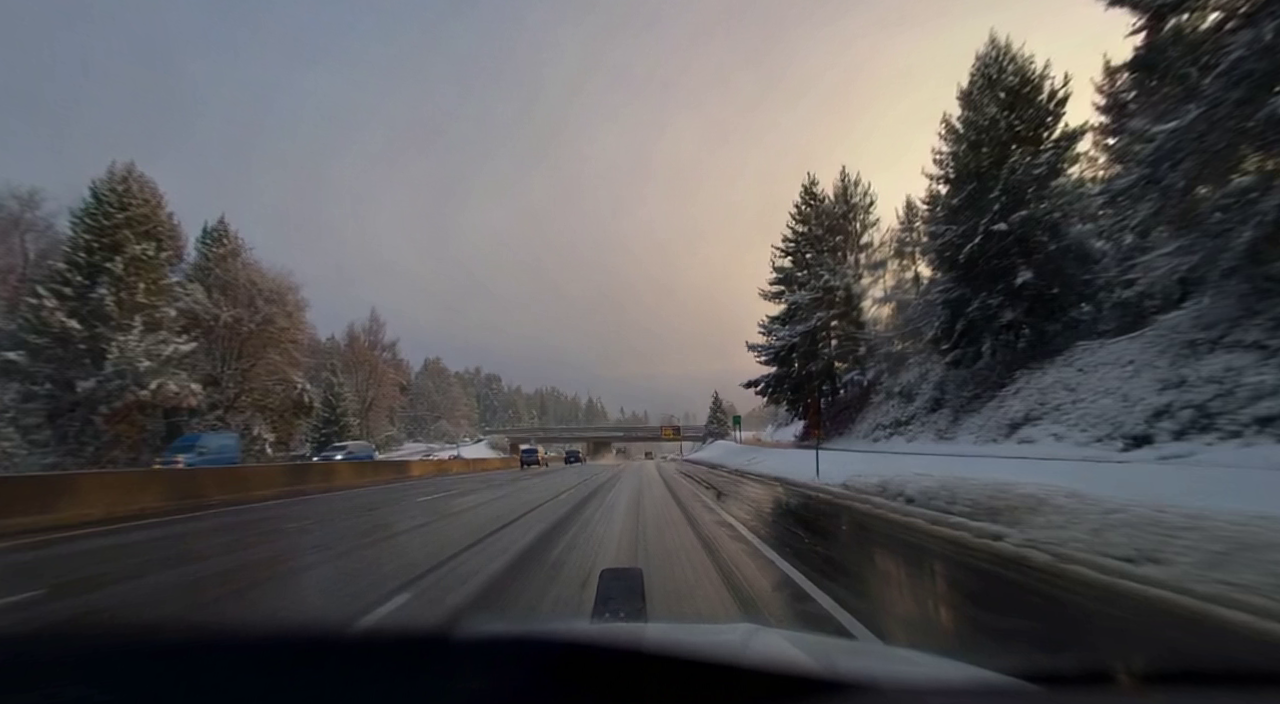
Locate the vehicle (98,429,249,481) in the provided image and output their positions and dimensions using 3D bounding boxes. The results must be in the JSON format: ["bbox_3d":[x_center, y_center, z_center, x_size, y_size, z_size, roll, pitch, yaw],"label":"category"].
[{"bbox_3d":[-20.766,4.632,28.580,2.053,2.088,6.081,0,-8,1],"label":"vehicle"}]

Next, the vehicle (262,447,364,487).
[{"bbox_3d":[-16.889,5.927,33.041,2.170,1.891,5.744,0,-8,1],"label":"vehicle"}]
